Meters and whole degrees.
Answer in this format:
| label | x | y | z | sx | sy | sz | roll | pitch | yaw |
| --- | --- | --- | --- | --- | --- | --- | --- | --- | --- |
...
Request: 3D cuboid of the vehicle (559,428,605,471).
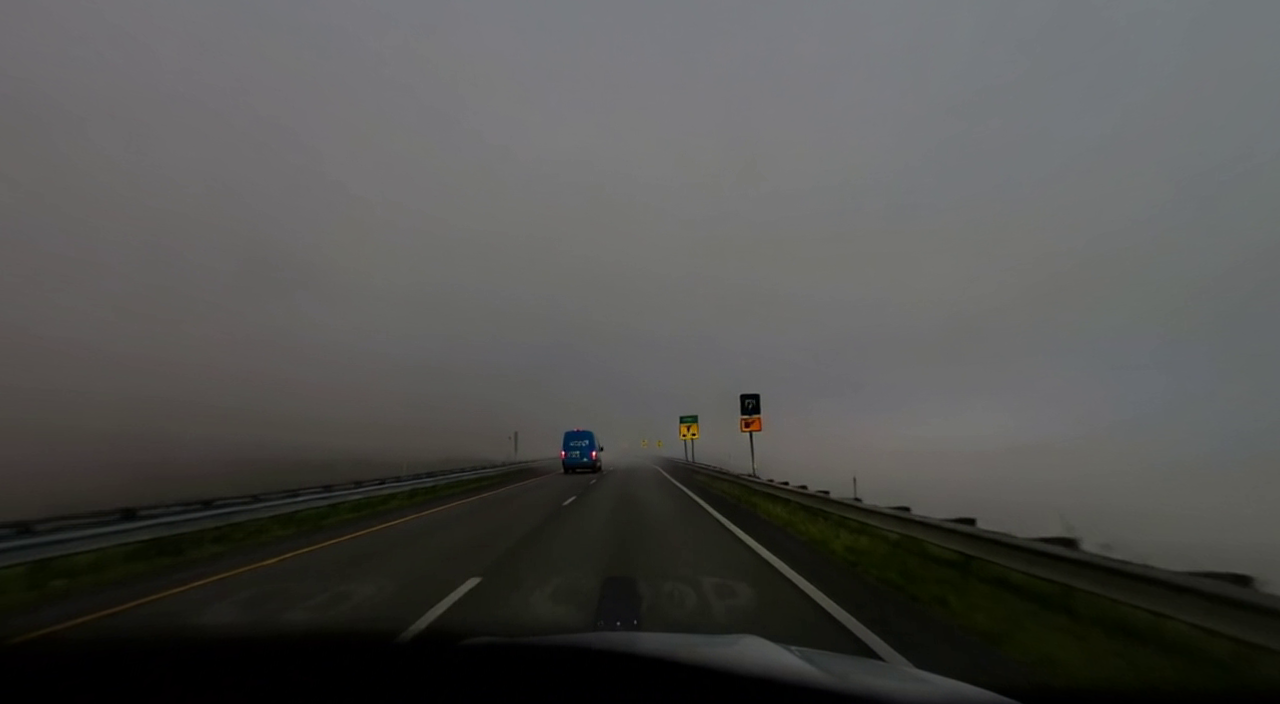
| label | x | y | z | sx | sy | sz | roll | pitch | yaw |
| --- | --- | --- | --- | --- | --- | --- | --- | --- | --- |
| vehicle | -3.780 | 6.612 | 42.519 | 2.463 | 2.640 | 7.034 | 0 | -9 | 0 |
